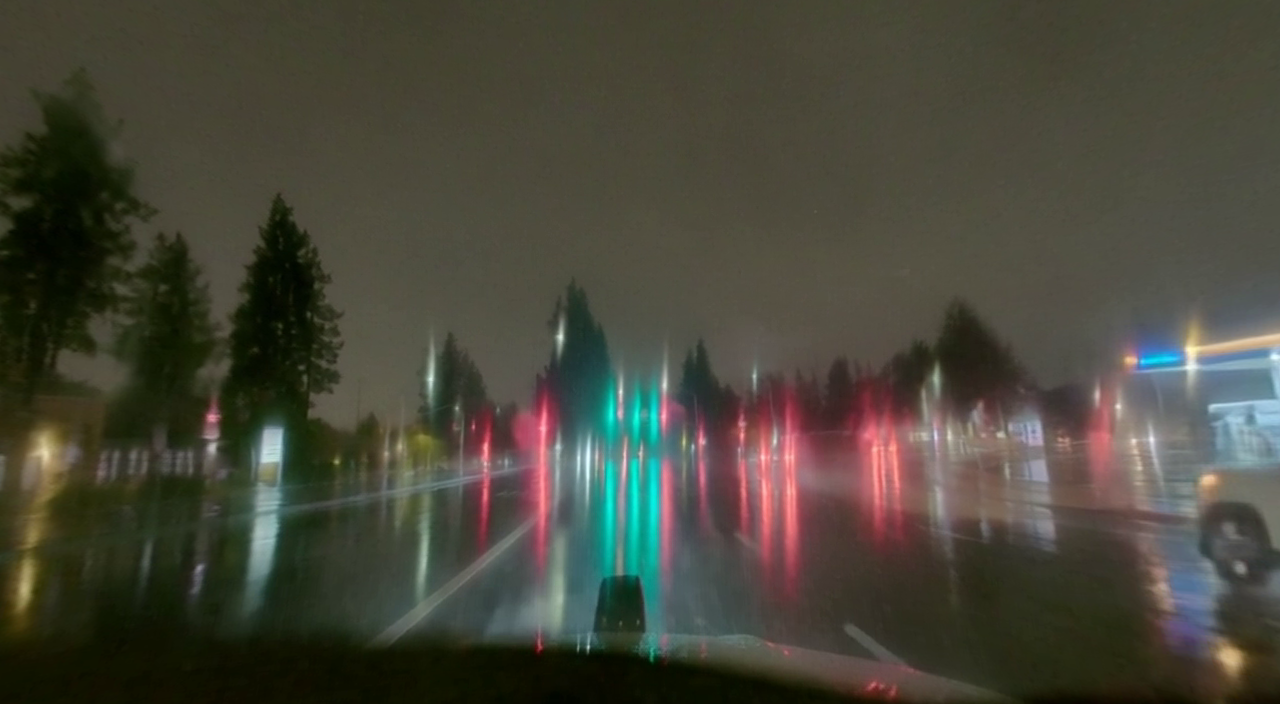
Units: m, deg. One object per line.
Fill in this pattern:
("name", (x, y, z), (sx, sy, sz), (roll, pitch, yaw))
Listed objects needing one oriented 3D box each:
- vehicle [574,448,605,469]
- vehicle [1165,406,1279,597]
("vehicle", (-3.804, 8.093, 48.222), (2.049, 1.449, 4.213), (0, -9, 0))
("vehicle", (6.644, 1.184, 4.688), (1.950, 1.668, 4.053), (0, -9, 0))
